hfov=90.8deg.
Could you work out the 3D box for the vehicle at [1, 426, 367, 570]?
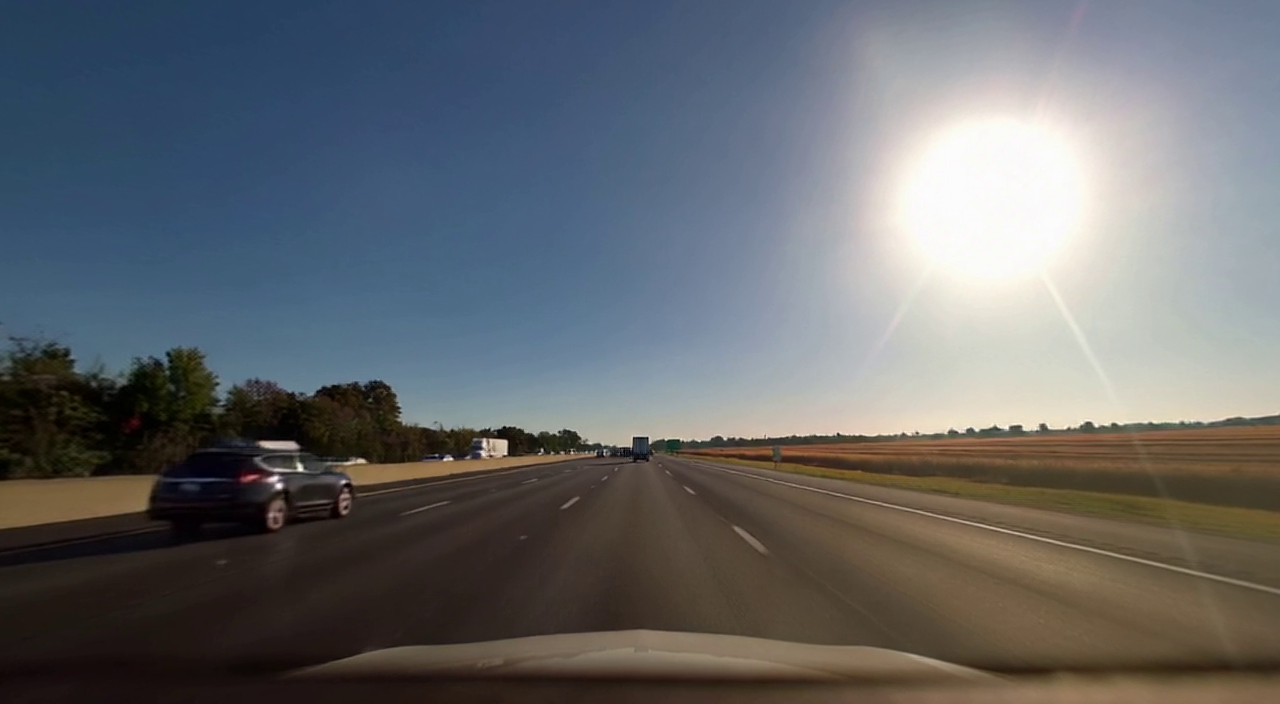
[{"bbox_3d":[-6.492,2.121,9.940,2.234,1.698,4.634,0,-9,1],"label":"vehicle"}]
